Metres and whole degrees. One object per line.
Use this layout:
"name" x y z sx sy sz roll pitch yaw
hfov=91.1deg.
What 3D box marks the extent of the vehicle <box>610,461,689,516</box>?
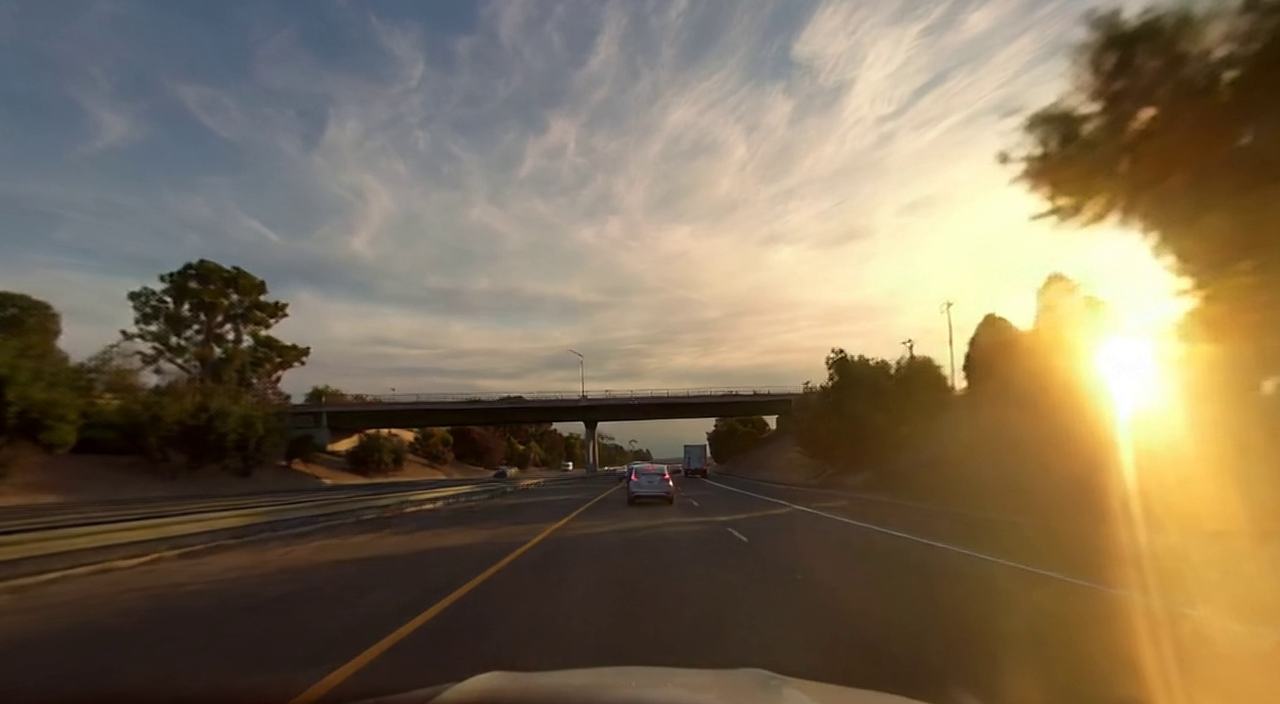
"vehicle" 0.275 4.110 19.169 2.156 1.444 3.762 1 -11 0
